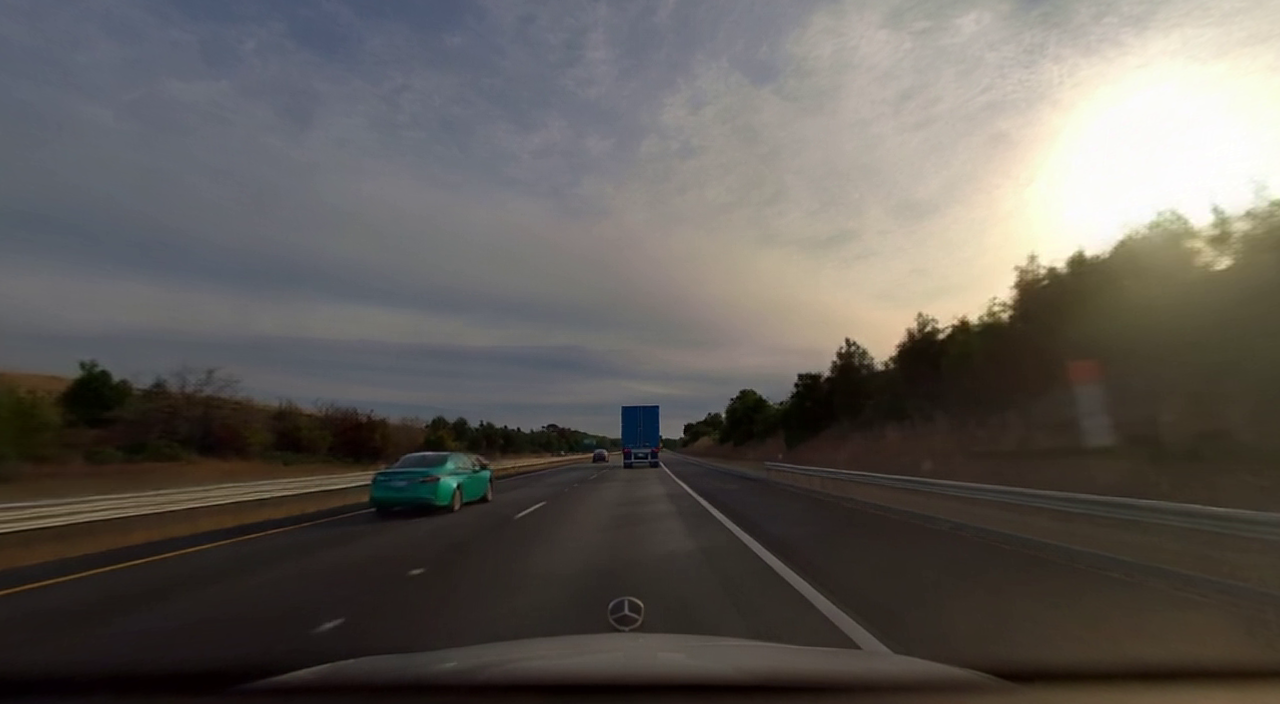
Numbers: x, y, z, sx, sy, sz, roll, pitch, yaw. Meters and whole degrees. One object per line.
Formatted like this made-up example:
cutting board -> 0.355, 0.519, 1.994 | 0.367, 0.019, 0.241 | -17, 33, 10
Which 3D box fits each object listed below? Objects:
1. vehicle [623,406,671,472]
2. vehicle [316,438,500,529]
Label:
vehicle -> 0.487, 6.017, 43.269 | 2.899, 3.966, 10.053 | 0, -9, 1
vehicle -> -4.477, 2.592, 13.111 | 2.051, 1.538, 4.569 | 0, -9, 0
